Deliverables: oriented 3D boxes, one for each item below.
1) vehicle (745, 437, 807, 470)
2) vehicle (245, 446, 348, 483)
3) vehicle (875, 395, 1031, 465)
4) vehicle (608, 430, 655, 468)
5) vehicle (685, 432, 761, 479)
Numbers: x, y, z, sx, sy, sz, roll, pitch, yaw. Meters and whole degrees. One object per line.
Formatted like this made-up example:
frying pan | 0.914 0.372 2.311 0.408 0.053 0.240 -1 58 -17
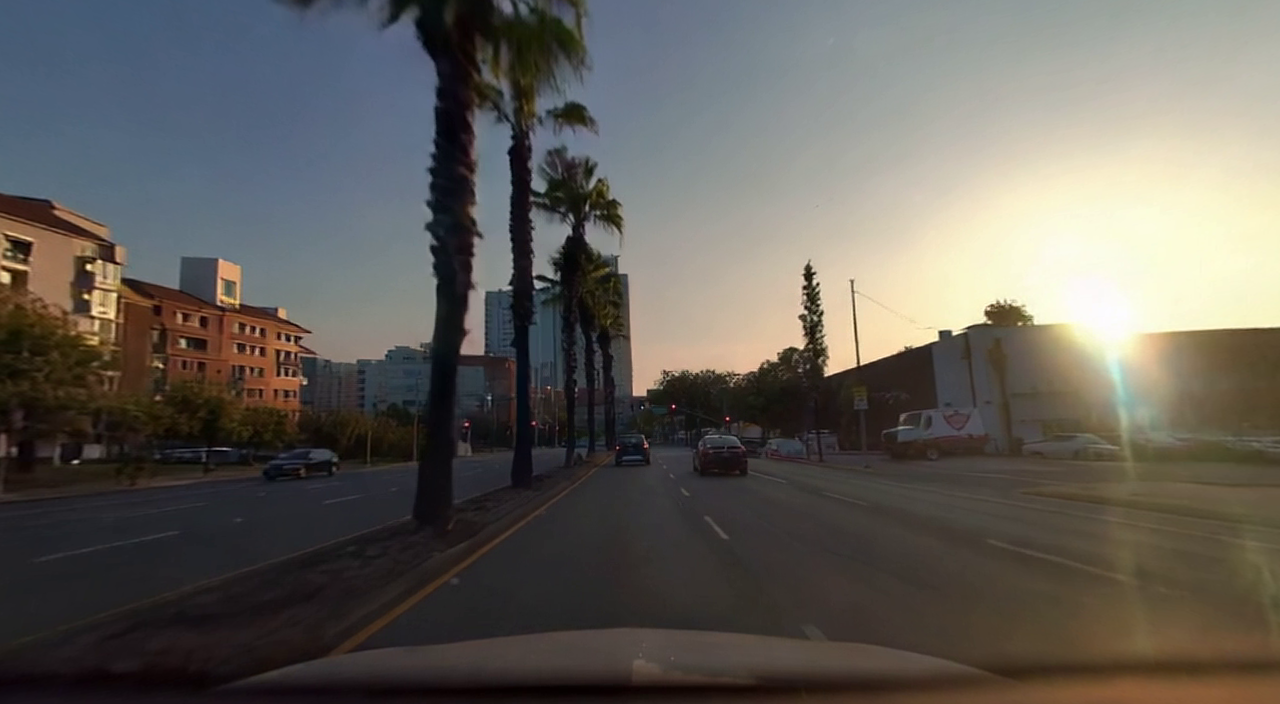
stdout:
vehicle | 6.692 5.041 31.441 1.975 1.483 4.769 0 -8 -1
vehicle | -14.954 4.873 27.727 1.887 1.454 4.588 0 -8 1
vehicle | 17.534 4.424 35.581 7.270 3.743 2.677 1 -8 -3
vehicle | -0.421 5.059 32.932 2.277 1.816 4.192 0 -8 -1
vehicle | 3.044 3.912 24.079 2.195 1.590 4.668 0 -8 -1
